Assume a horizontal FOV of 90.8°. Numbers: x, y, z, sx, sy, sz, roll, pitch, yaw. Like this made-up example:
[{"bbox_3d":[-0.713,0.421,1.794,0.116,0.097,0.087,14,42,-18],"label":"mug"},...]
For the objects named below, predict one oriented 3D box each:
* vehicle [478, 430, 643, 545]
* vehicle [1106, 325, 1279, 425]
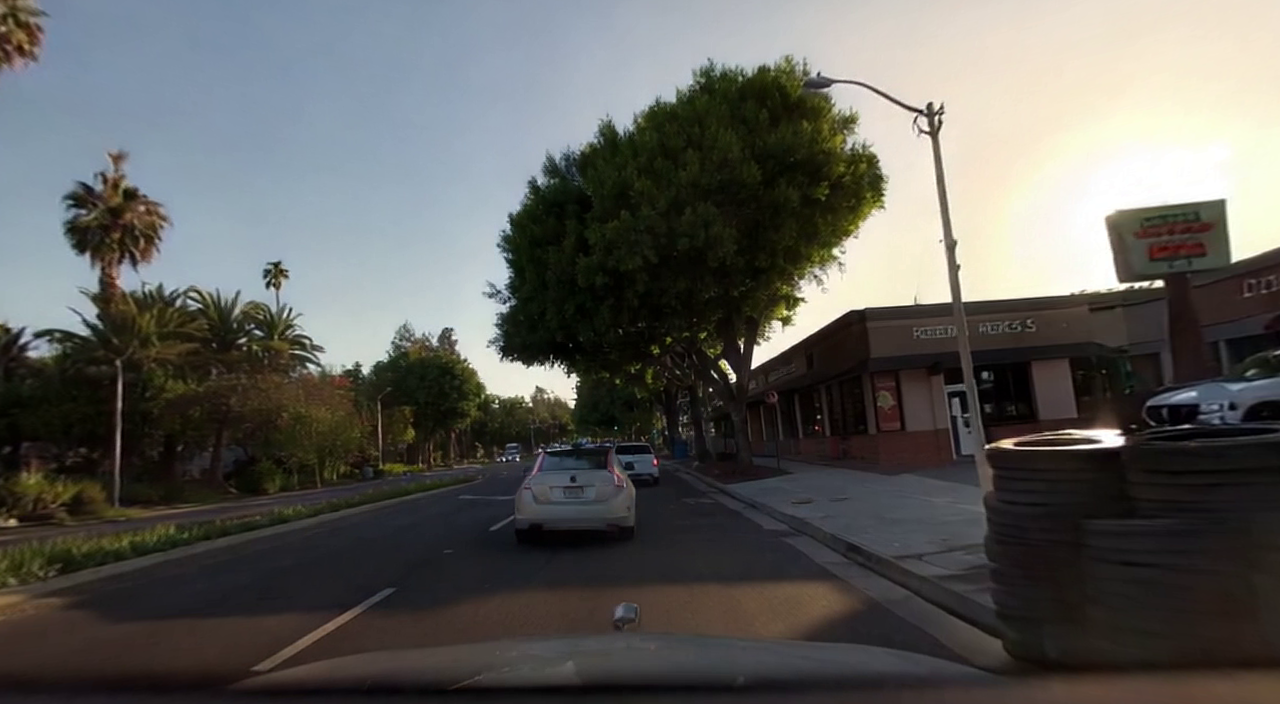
[{"bbox_3d":[-1.103,2.096,10.439,2.169,1.495,4.048,0,-8,-2],"label":"vehicle"},{"bbox_3d":[13.323,0.670,14.290,1.854,1.693,4.798,-1,-10,0],"label":"vehicle"}]
